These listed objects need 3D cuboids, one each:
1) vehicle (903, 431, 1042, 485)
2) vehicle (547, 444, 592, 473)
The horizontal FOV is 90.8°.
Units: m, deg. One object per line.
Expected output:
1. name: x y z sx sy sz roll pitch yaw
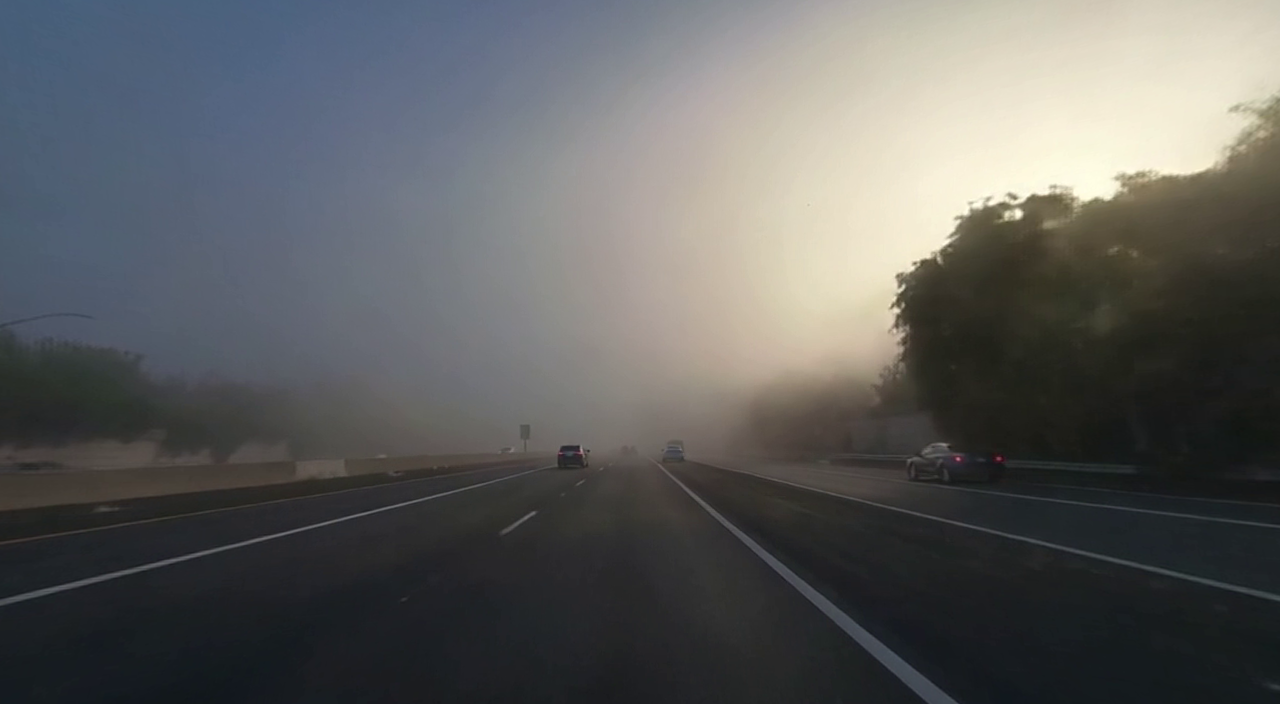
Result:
1. vehicle: 12.240 3.964 23.799 2.344 1.783 5.196 0 -9 -1
2. vehicle: -3.940 6.033 36.006 2.052 1.510 4.301 0 -9 0
